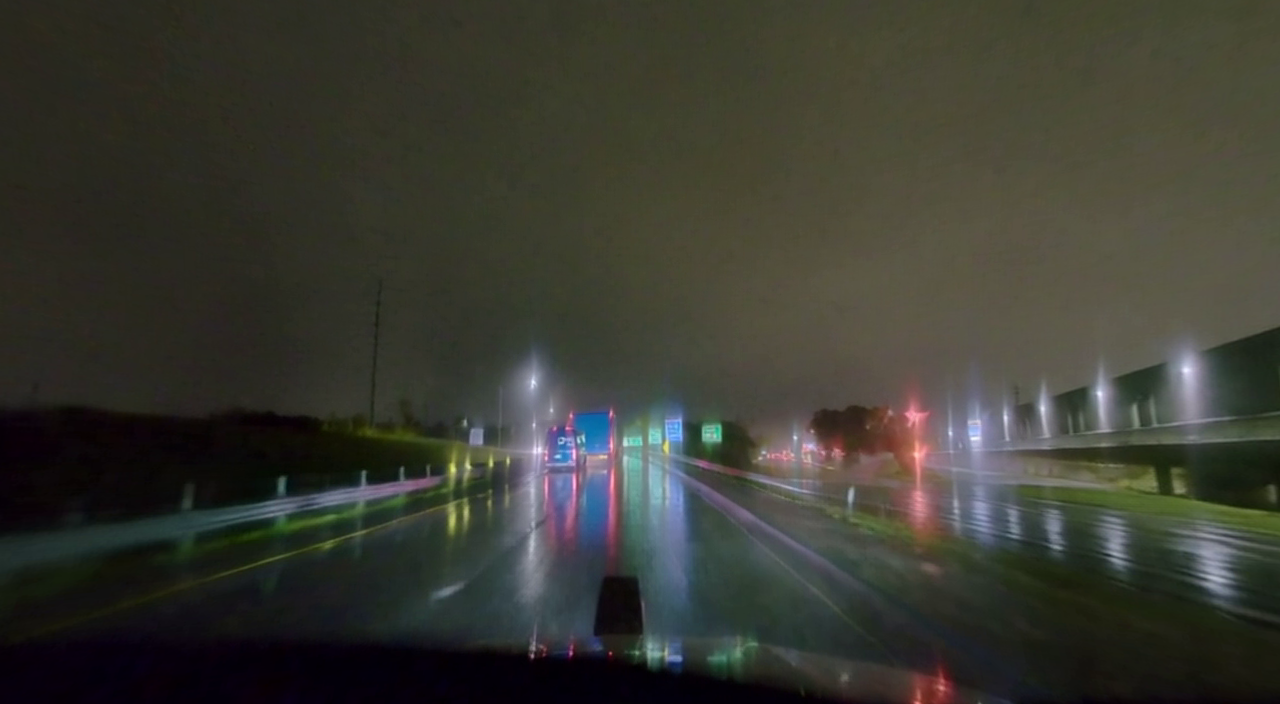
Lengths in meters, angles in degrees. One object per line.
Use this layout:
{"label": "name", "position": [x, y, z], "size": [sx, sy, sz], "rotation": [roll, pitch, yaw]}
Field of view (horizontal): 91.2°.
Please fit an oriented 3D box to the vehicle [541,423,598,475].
{"label": "vehicle", "position": [-3.876, 5.550, 35.947], "size": [2.463, 2.640, 7.034], "rotation": [0, -9, 0]}
